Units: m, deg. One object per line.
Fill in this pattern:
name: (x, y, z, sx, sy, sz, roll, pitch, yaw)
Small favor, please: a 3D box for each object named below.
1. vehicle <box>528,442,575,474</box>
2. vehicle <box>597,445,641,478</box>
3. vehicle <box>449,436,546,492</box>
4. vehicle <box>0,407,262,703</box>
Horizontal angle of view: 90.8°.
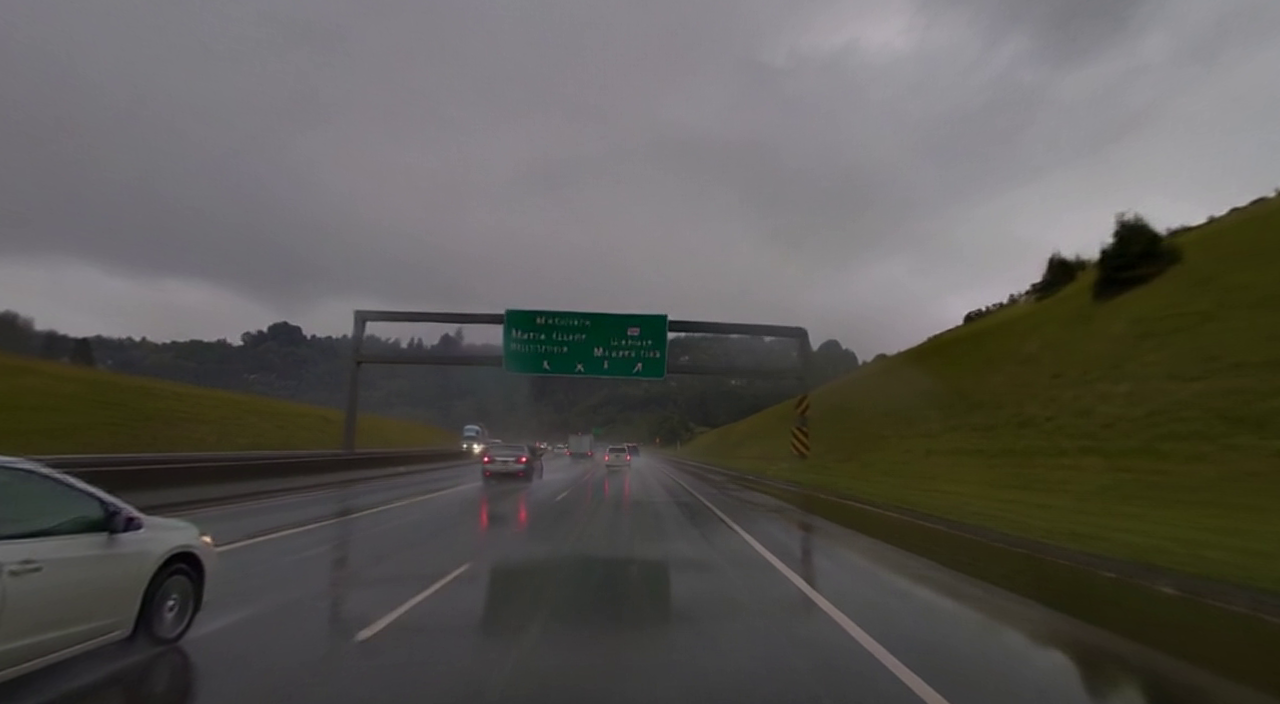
vehicle: (-4.822, 5.831, 34.884, 2.118, 1.624, 4.032, 0, -9, -1)
vehicle: (-1.004, 5.236, 30.458, 1.988, 1.440, 4.201, 0, -9, -2)
vehicle: (-4.477, 3.608, 20.581, 2.208, 1.619, 4.162, 0, -9, 0)
vehicle: (-3.900, 1.006, 2.853, 1.892, 1.492, 3.940, 0, -9, 0)
